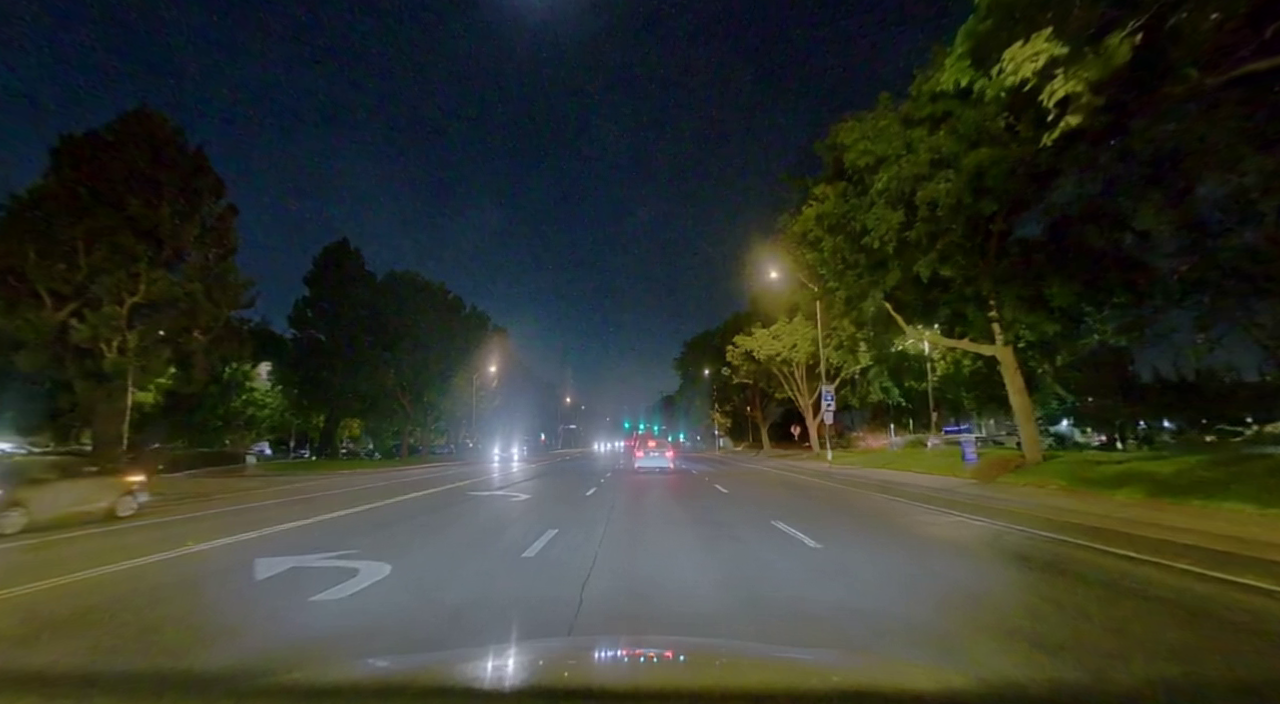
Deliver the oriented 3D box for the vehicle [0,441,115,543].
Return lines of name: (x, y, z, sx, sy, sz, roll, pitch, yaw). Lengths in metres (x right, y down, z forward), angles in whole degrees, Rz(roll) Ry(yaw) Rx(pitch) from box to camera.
vehicle: (-11.884, 2.384, 10.755, 1.995, 1.715, 4.413, 0, -8, 0)

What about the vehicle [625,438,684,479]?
vehicle: (0.499, 4.081, 24.425, 2.093, 1.442, 3.977, 0, -8, -1)
